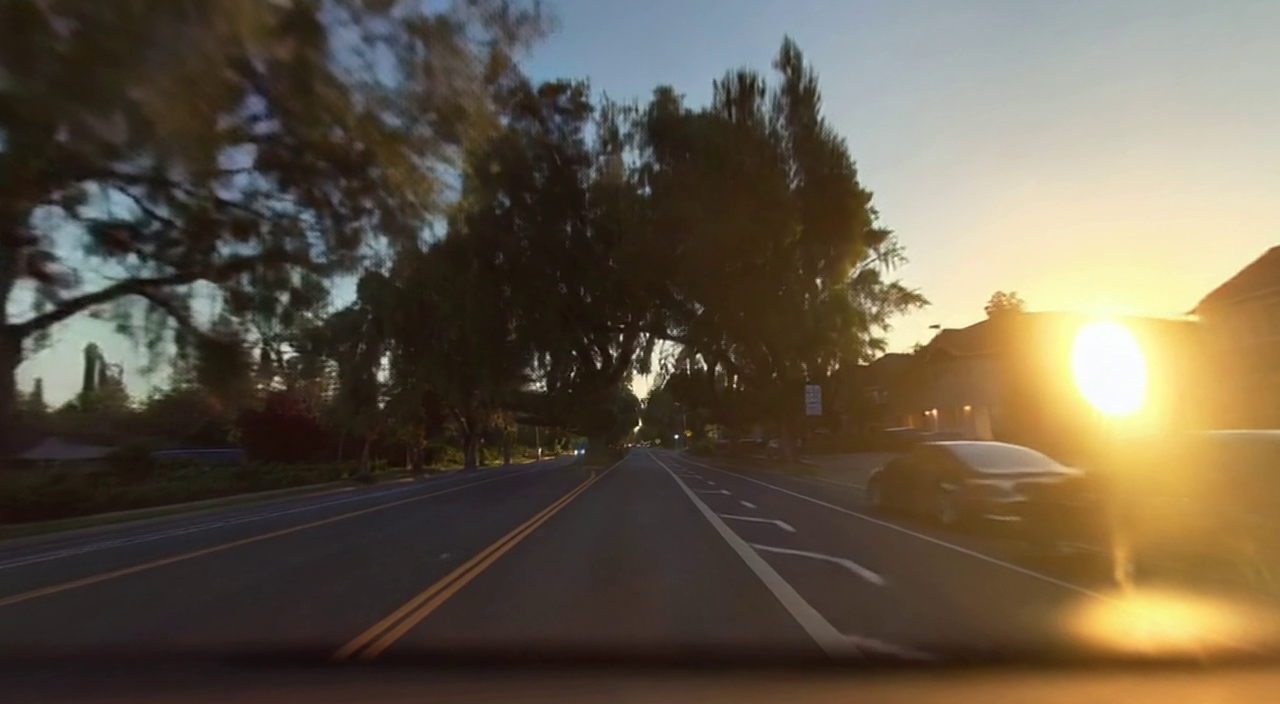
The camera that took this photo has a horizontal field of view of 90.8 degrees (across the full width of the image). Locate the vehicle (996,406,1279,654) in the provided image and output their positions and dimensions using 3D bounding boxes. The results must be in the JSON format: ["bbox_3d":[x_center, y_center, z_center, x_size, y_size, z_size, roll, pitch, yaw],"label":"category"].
[{"bbox_3d":[5.022,1.207,4.604,1.995,1.553,4.628,0,-8,-2],"label":"vehicle"}]
